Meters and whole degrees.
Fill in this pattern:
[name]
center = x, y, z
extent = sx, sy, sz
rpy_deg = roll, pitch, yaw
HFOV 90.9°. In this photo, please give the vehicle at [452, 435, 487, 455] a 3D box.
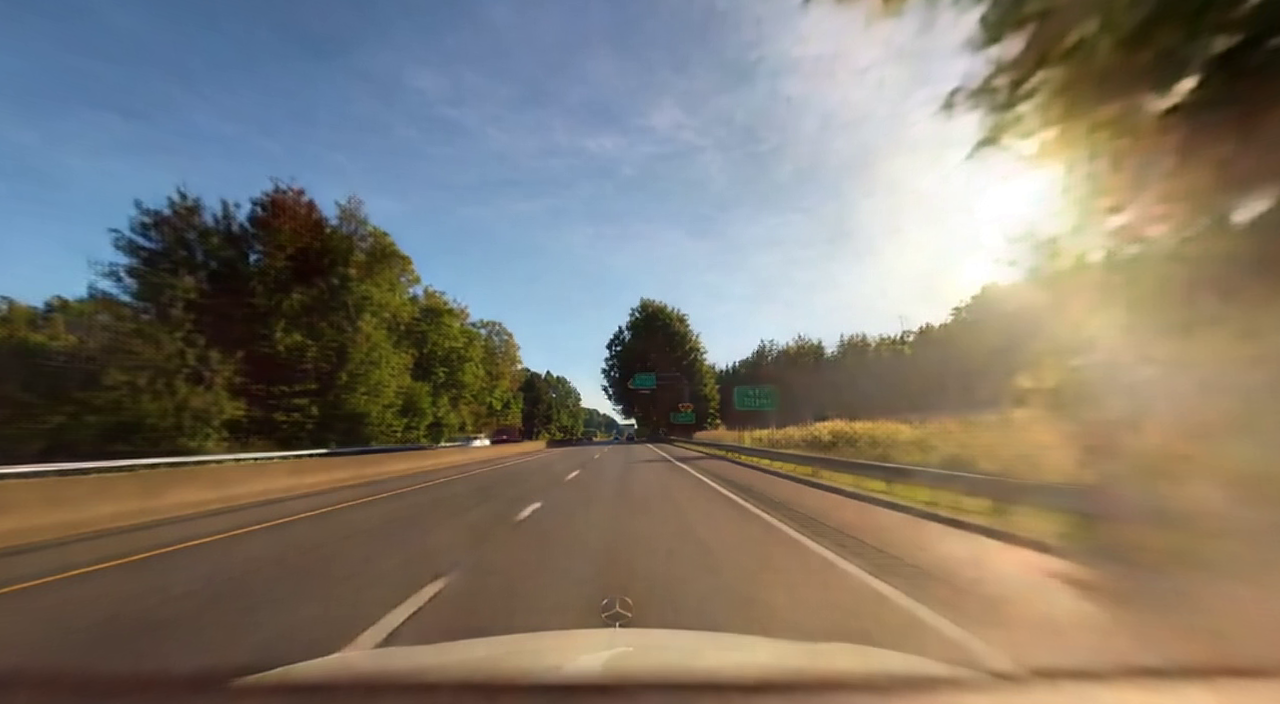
[vehicle]
center = -12.828, 6.968, 47.477
extent = 1.671, 1.412, 3.718
rpy_deg = 1, -8, -1
